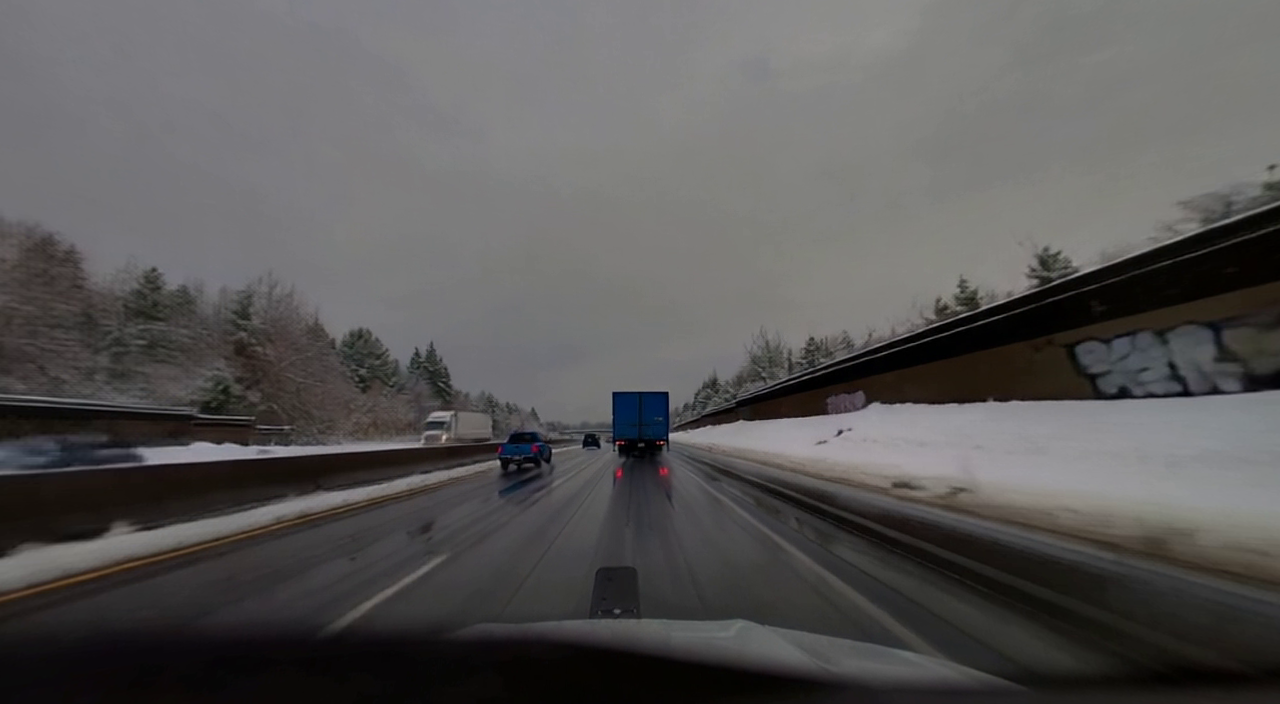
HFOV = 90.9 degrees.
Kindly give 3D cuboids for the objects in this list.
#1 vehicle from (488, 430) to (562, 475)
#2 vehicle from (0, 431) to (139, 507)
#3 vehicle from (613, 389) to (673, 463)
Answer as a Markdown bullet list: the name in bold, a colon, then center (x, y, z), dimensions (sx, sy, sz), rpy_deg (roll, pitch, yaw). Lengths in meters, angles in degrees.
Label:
- **vehicle**: center (-4.278, 3.792, 24.168), dimensions (1.948, 1.526, 4.525), rpy_deg (0, -8, 0)
- **vehicle**: center (-13.682, 2.490, 13.735), dimensions (1.853, 1.497, 4.542), rpy_deg (0, -7, -1)
- **vehicle**: center (0.079, 4.270, 35.949), dimensions (2.927, 3.649, 9.443), rpy_deg (0, -8, -1)
